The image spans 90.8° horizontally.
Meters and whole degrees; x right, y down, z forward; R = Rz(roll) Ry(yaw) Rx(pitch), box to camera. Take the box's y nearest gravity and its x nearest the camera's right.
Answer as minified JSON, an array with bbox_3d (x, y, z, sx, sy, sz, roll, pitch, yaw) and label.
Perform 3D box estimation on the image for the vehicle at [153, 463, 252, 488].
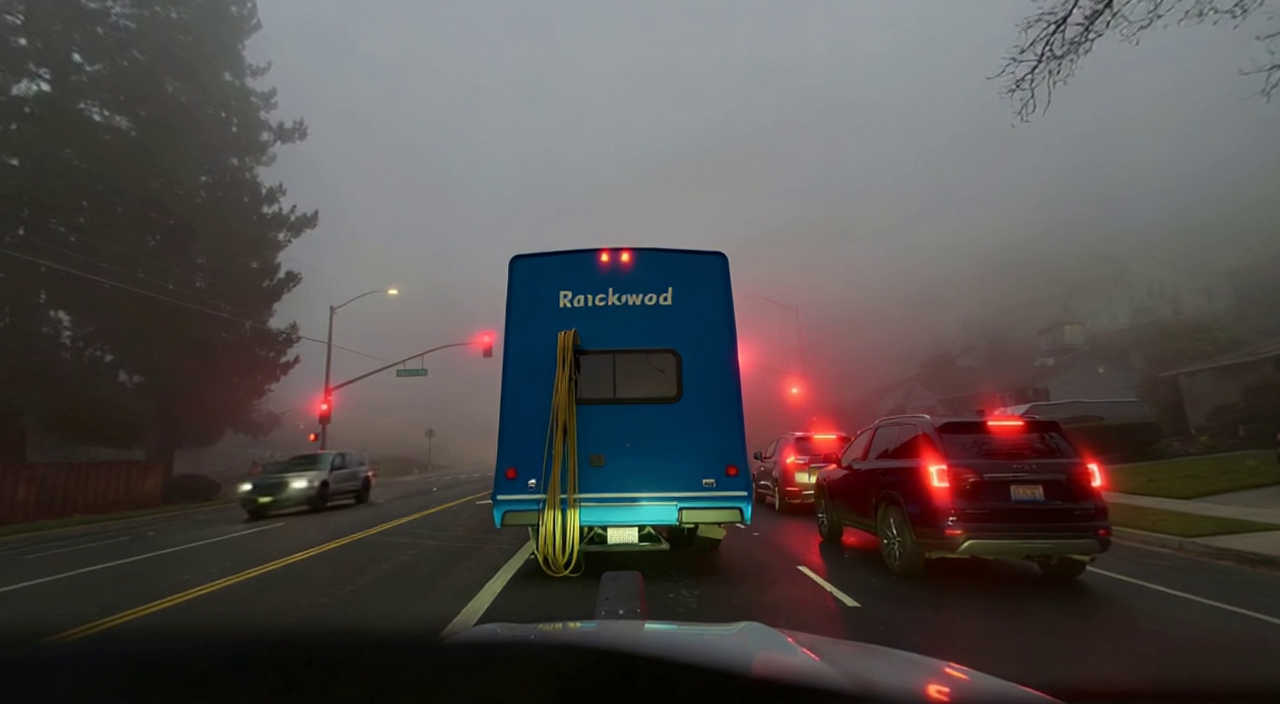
[{"bbox_3d":[-28.827,8.135,41.763,4.954,1.506,2.014,0,-9,-3],"label":"vehicle"}]

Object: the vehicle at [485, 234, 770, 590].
[{"bbox_3d":[-0.113,1.130,10.333,2.709,3.511,8.213,0,-9,0],"label":"vehicle"}]

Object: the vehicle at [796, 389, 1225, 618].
[{"bbox_3d":[3.403,1.493,7.136,2.104,1.735,4.408,0,-9,0],"label":"vehicle"}]

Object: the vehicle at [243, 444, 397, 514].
[{"bbox_3d":[-8.881,3.525,18.090,2.110,1.713,4.449,0,-9,-1],"label":"vehicle"}]
